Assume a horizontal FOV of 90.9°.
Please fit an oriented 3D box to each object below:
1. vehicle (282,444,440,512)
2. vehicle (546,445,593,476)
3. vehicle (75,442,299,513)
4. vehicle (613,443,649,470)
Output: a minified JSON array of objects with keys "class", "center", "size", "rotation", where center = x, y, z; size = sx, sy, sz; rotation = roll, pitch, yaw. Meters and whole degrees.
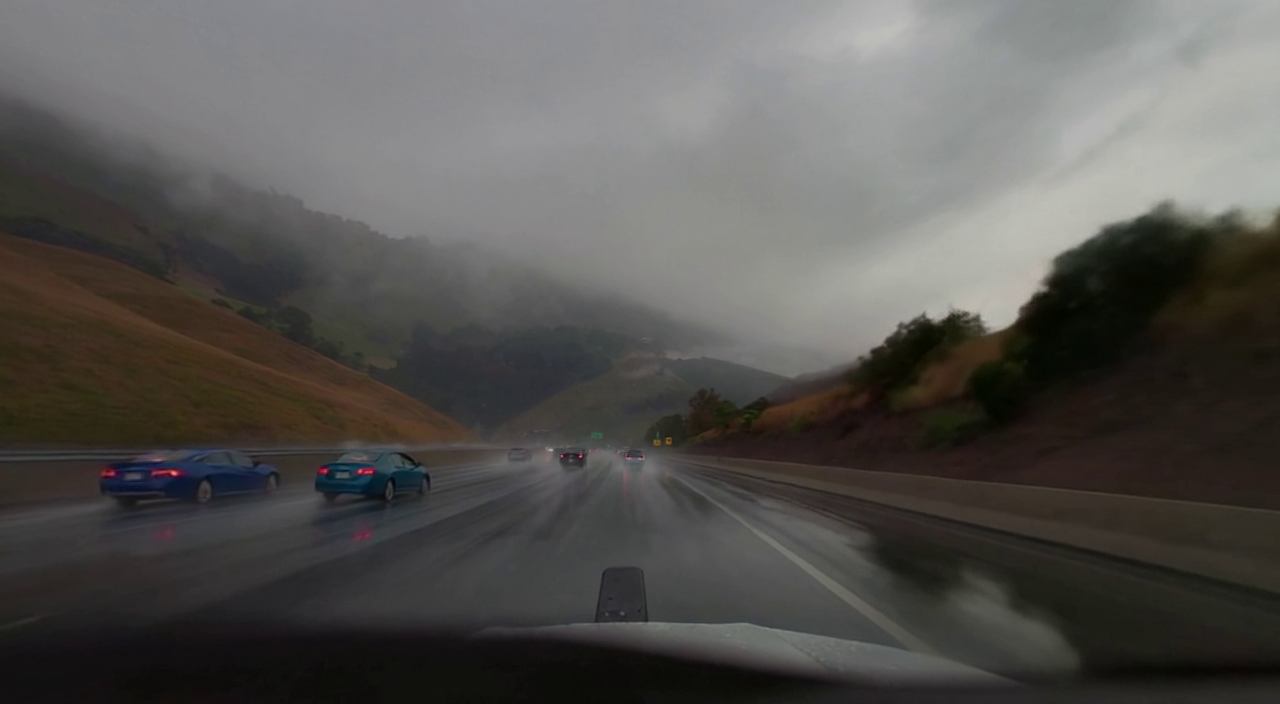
[{"class":"vehicle","center":[-6.799,3.080,15.980],"size":[1.991,1.441,4.265],"rotation":[0,-8,1]},{"class":"vehicle","center":[-3.815,5.932,34.817],"size":[2.144,1.505,4.649],"rotation":[0,-8,-1]},{"class":"vehicle","center":[-11.095,3.069,16.067],"size":[2.048,1.501,4.898],"rotation":[0,-8,0]},{"class":"vehicle","center":[-0.637,6.868,41.706],"size":[2.225,1.674,4.044],"rotation":[0,-8,-2]}]
